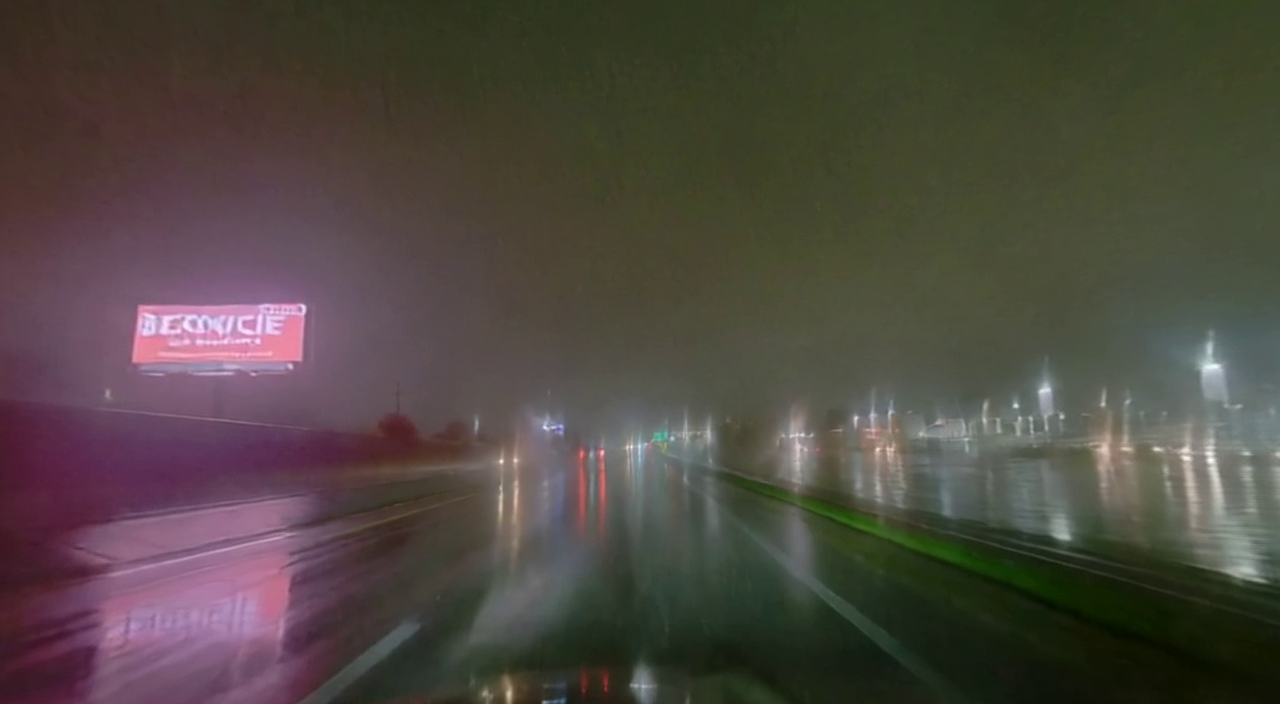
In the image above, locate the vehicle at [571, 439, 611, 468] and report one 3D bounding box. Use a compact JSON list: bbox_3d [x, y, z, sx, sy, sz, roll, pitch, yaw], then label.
[{"bbox_3d":[-3.242,6.871,42.838,2.159,1.793,5.027,-1,-9,1],"label":"vehicle"}]
